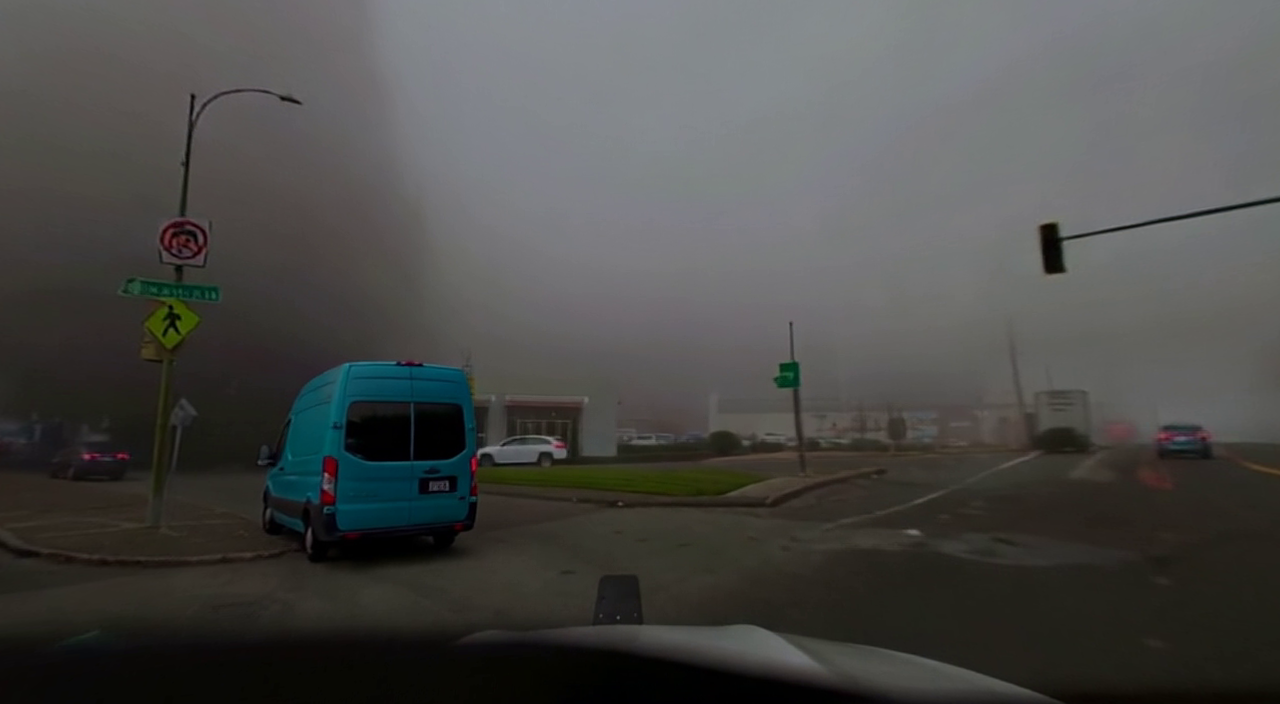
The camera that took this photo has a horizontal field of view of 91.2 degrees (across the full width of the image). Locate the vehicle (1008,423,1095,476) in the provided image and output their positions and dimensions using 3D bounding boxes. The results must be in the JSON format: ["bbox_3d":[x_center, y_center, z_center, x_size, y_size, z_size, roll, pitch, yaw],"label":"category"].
[{"bbox_3d":[14.140,3.297,21.417,2.017,1.599,4.436,-7,-10,37],"label":"vehicle"}]

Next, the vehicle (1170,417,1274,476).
[{"bbox_3d":[17.849,2.922,19.411,1.948,1.613,3.879,-7,-10,38],"label":"vehicle"}]

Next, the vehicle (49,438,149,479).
[{"bbox_3d":[-22.164,4.303,25.607,4.457,1.533,1.933,-6,-10,35],"label":"vehicle"}]

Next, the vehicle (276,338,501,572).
[{"bbox_3d":[-4.370,1.575,10.147,2.432,2.624,5.670,5,-10,-30],"label":"vehicle"}]

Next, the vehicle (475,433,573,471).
[{"bbox_3d":[-5.095,4.435,27.883,4.109,1.592,2.008,1,-9,-8],"label":"vehicle"}]

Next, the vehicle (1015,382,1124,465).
[{"bbox_3d":[21.605,3.687,30.989,3.158,3.294,13.584,-6,-10,38],"label":"vehicle"}]
